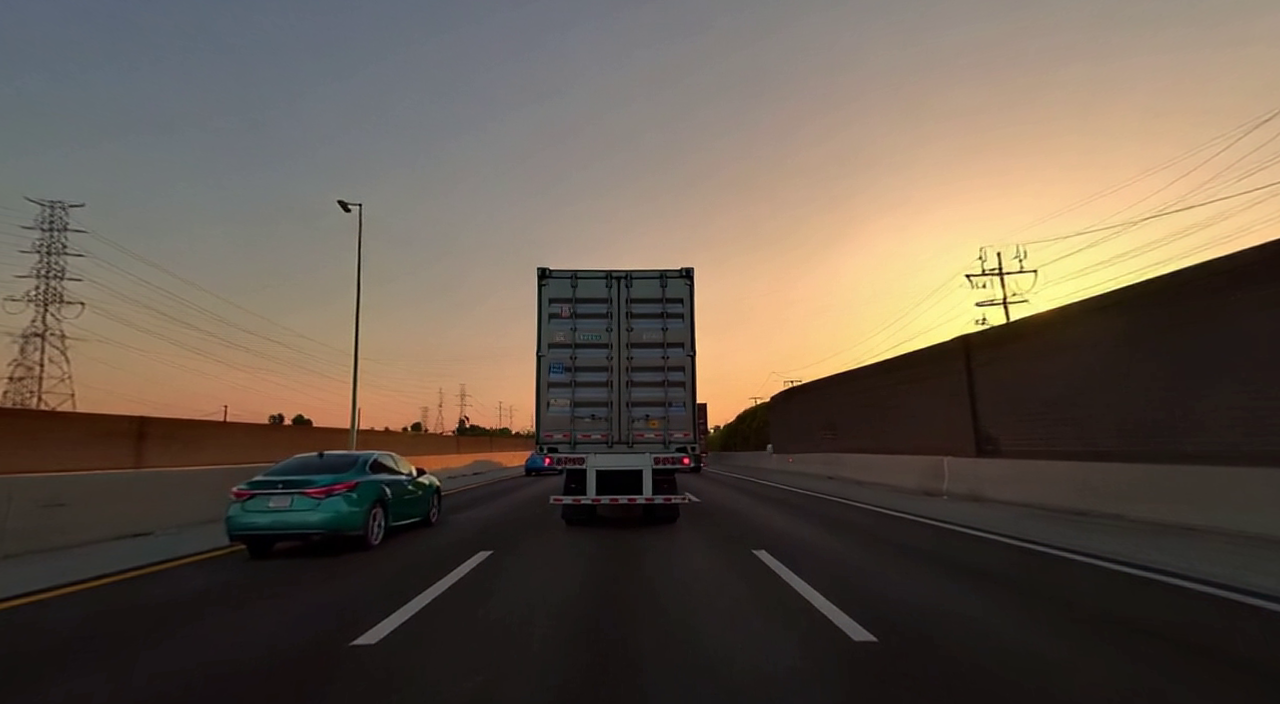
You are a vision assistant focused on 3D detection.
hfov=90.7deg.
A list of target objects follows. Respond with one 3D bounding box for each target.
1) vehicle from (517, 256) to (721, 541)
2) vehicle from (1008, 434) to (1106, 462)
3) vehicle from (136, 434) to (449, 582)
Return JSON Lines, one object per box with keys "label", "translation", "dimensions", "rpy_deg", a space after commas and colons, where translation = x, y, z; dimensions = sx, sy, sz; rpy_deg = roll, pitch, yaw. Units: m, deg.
{"label": "vehicle", "translation": [-0.263, 1.485, 15.051], "dimensions": [2.841, 4.071, 12.046], "rpy_deg": [-1, -8, 0]}
{"label": "vehicle", "translation": [25.750, 5.960, 39.241], "dimensions": [1.932, 1.594, 4.579], "rpy_deg": [5, -10, -31]}
{"label": "vehicle", "translation": [-4.219, 1.928, 8.673], "dimensions": [1.912, 1.485, 4.218], "rpy_deg": [0, -9, 0]}
